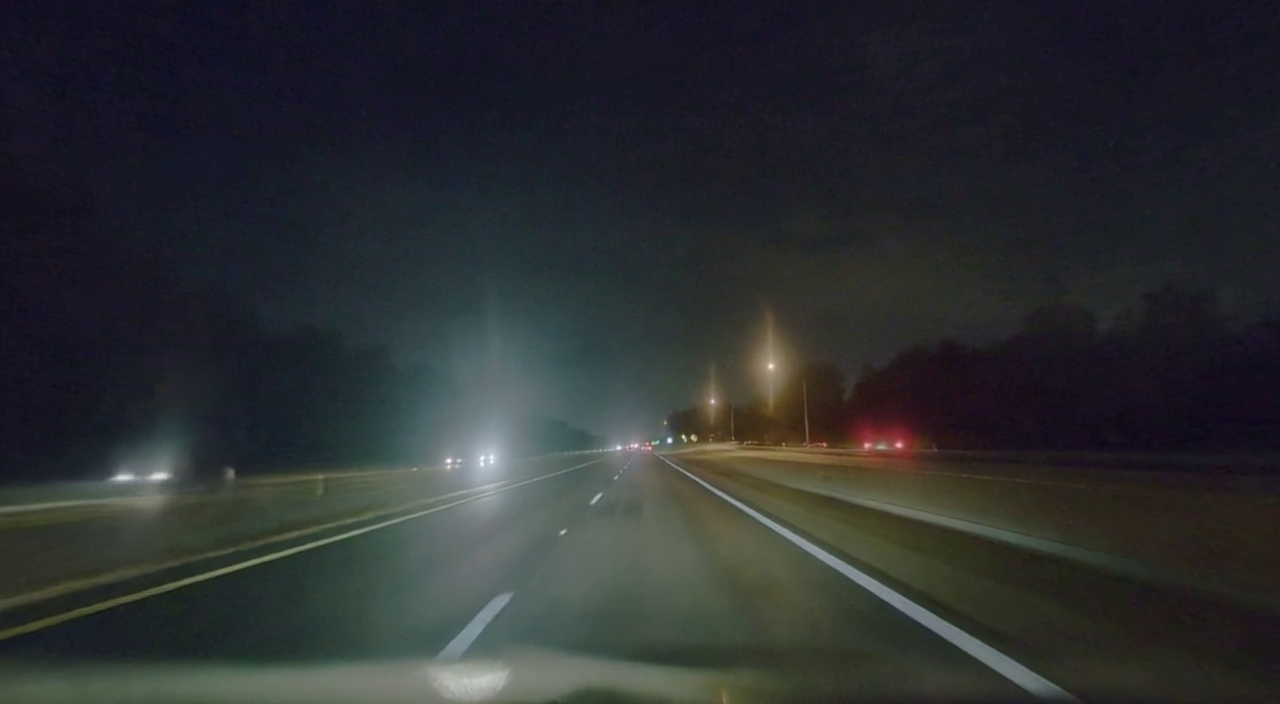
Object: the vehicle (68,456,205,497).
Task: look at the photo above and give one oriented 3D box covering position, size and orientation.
[{"bbox_3d":[-20.694,5.095,26.226,1.942,1.487,4.490,0,-9,1],"label":"vehicle"}]
